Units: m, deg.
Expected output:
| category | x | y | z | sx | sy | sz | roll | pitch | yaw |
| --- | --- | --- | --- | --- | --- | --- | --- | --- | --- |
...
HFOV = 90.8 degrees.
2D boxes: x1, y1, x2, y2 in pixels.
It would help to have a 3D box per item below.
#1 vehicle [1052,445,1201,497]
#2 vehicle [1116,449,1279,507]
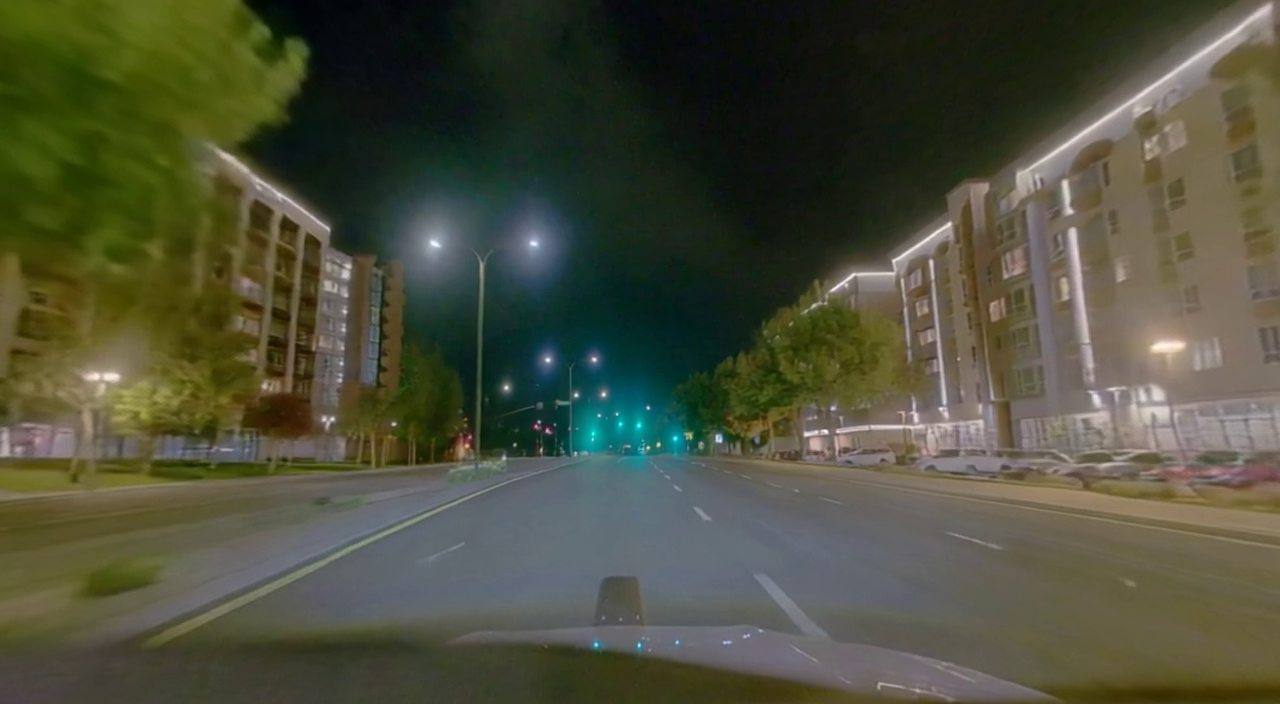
| category | x | y | z | sx | sy | sz | roll | pitch | yaw |
| --- | --- | --- | --- | --- | --- | --- | --- | --- | --- |
| vehicle | 16.847 | 4.047 | 21.891 | 4.392 | 1.612 | 2.223 | 4 | -9 | -25 |
| vehicle | 16.682 | 3.696 | 18.880 | 4.239 | 1.470 | 2.231 | 4 | -11 | -29 |
